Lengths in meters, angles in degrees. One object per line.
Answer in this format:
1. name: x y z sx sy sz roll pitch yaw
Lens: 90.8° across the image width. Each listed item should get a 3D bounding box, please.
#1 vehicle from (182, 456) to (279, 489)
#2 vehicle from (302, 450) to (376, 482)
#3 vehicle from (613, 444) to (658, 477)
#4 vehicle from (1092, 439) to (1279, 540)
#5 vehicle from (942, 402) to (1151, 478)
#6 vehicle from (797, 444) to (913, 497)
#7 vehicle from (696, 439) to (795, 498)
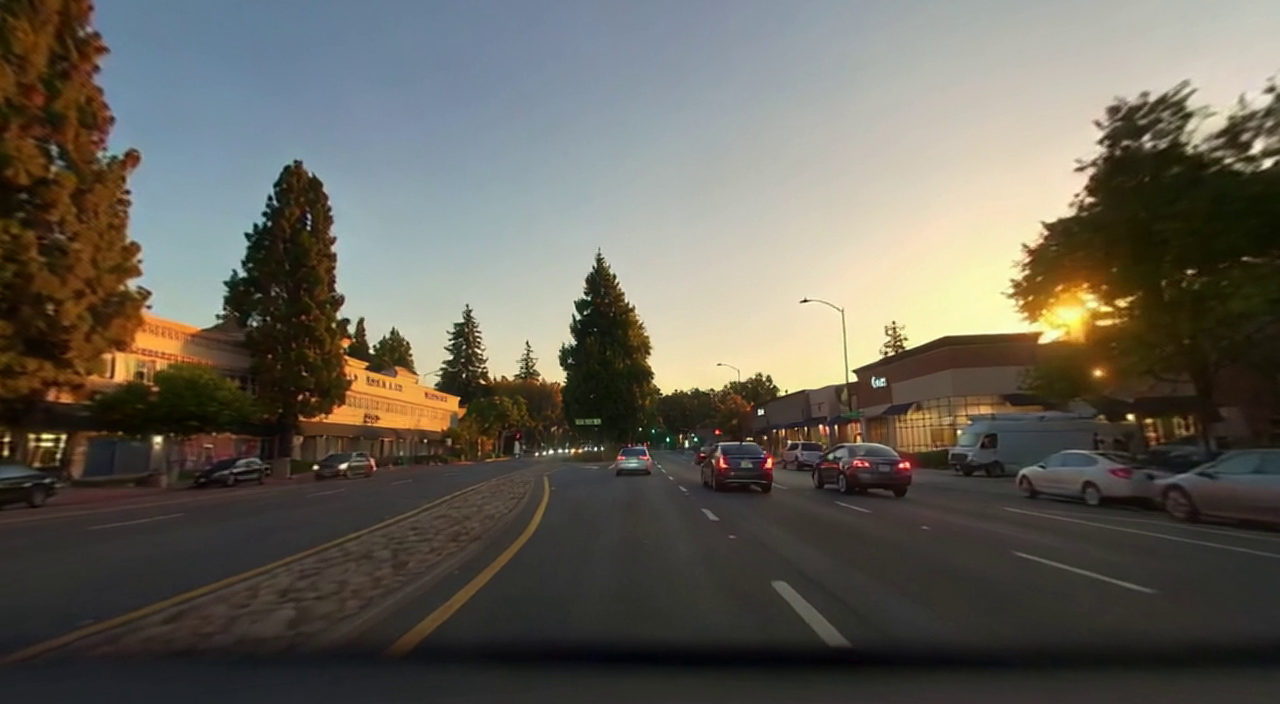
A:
1. vehicle: -20.362 5.979 31.691 1.925 1.454 4.529 0 -9 -2
2. vehicle: -15.198 5.765 32.116 1.878 1.481 3.663 -1 -9 2
3. vehicle: -0.225 5.215 30.580 2.052 1.461 4.324 0 -9 0
4. vehicle: 10.418 2.216 10.589 2.030 1.479 4.624 0 -9 -4
5. vehicle: 17.535 3.856 27.640 7.127 3.093 2.760 0 -8 0
6. vehicle: 6.526 3.617 19.817 1.952 1.449 4.544 0 -9 -1
7. vehicle: 2.993 3.415 18.999 2.072 1.545 4.578 0 -9 -2
